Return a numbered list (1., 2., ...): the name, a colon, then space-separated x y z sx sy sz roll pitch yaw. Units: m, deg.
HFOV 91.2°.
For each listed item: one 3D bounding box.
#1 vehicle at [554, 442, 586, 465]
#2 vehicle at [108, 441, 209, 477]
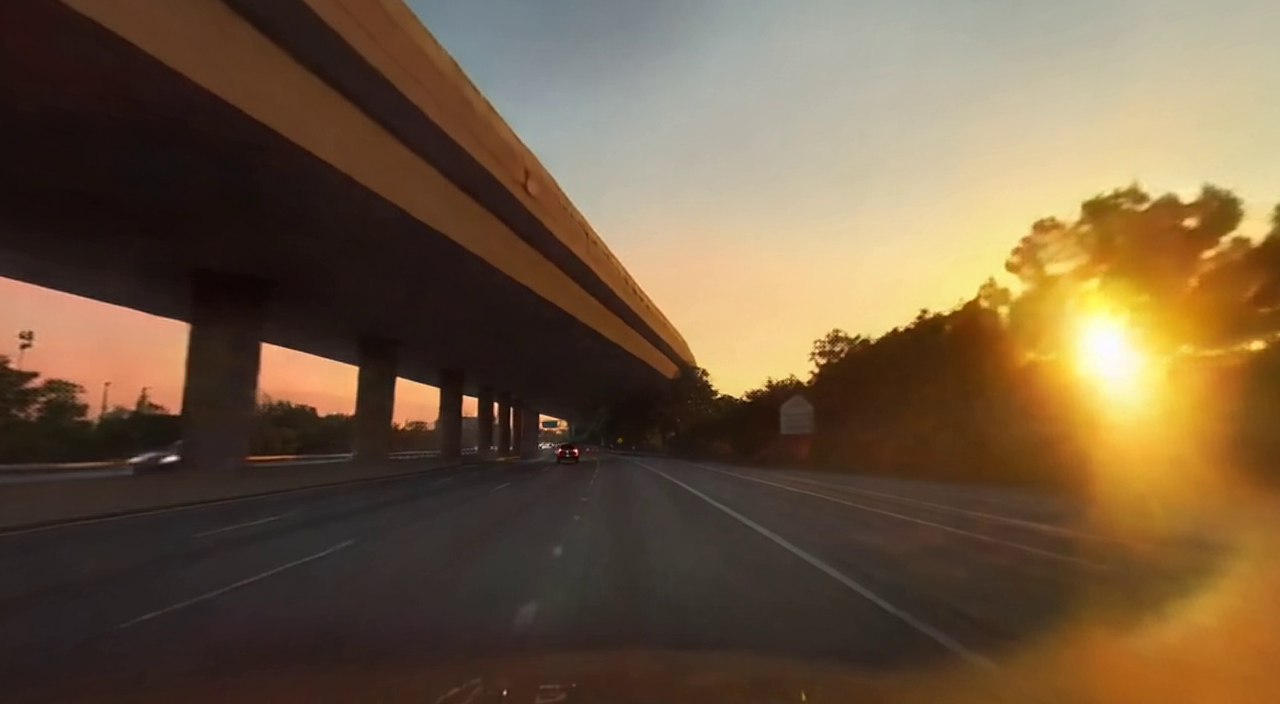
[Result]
1. vehicle: -5.283 7.699 47.706 2.248 1.619 3.848 0 -8 -4
2. vehicle: -20.110 4.461 26.356 1.748 1.391 3.284 1 -8 -4
